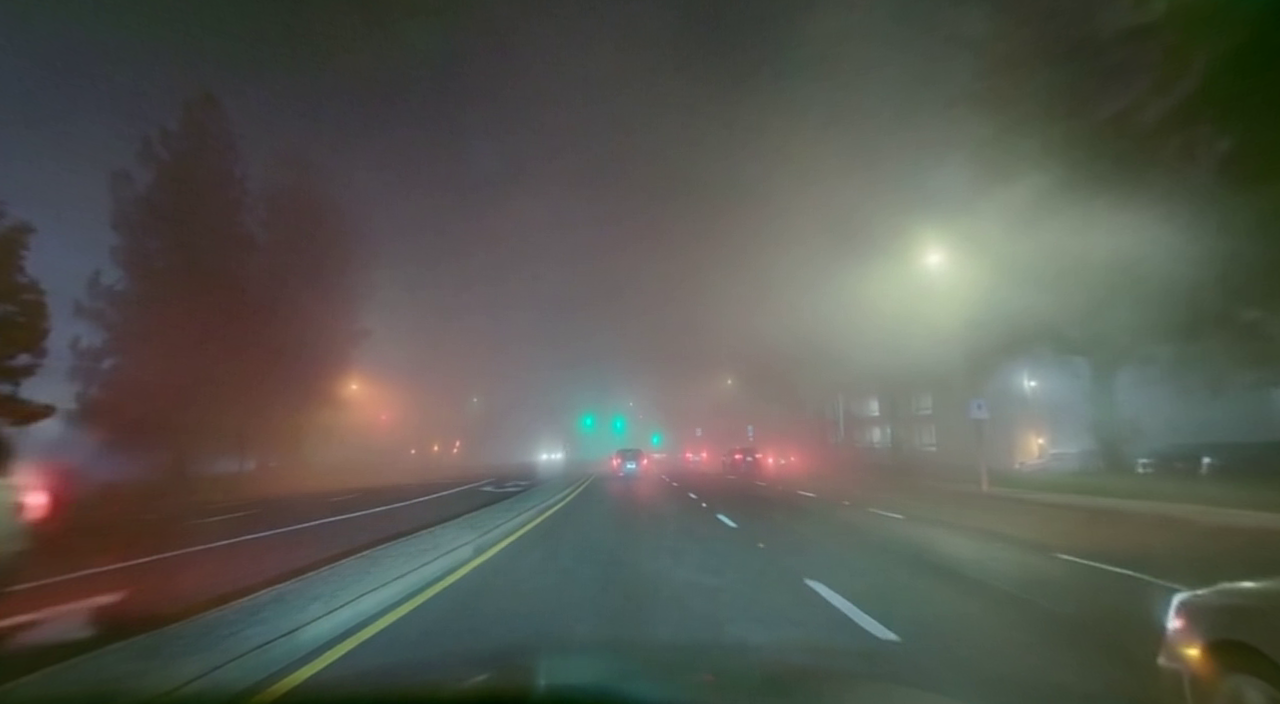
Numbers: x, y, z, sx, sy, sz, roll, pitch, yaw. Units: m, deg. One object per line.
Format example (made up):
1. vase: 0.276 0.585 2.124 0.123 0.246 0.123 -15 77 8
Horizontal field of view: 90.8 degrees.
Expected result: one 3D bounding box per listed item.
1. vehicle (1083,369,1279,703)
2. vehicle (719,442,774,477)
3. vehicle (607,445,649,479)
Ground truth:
1. vehicle: 3.488 0.688 1.149 1.893 1.664 4.670 0 -9 -1
2. vehicle: 6.235 6.374 37.721 2.052 1.886 5.297 0 -9 -3
3. vehicle: -0.708 5.903 34.076 2.101 1.641 4.341 0 -9 -3
